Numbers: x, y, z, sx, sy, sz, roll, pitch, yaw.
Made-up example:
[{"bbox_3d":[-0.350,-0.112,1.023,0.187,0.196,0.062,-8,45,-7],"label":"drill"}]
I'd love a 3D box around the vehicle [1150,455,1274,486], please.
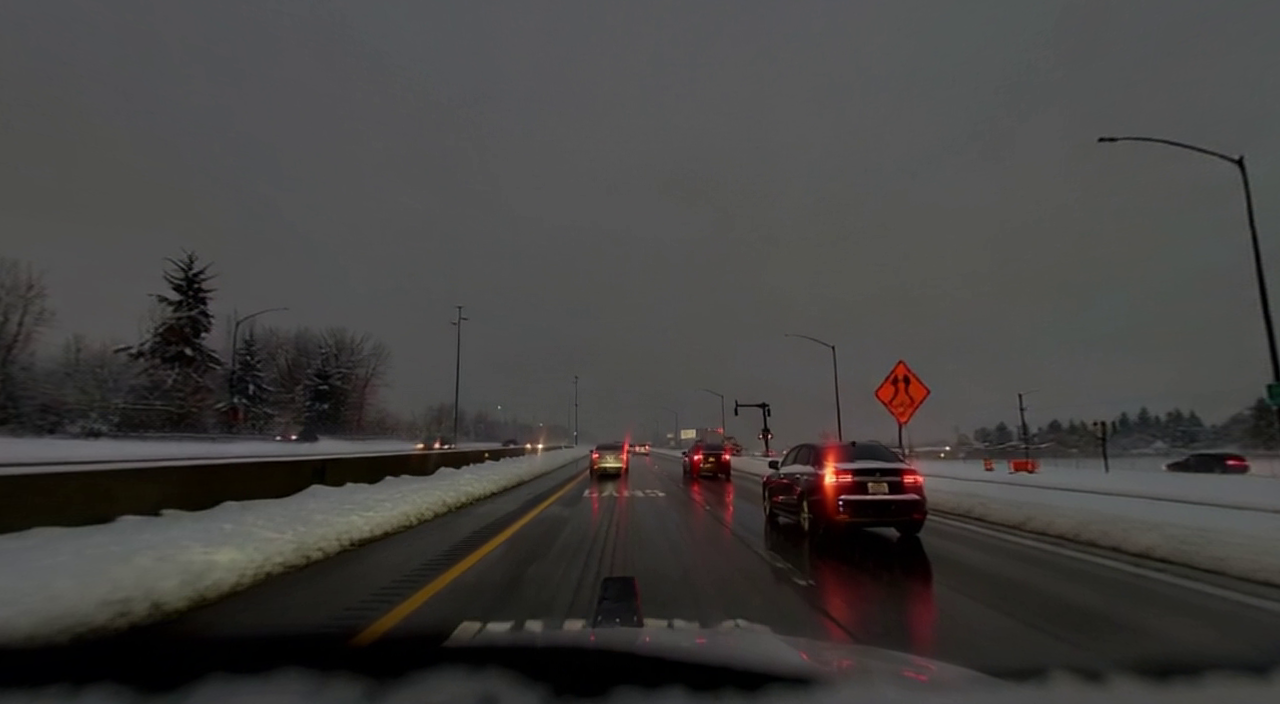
[{"bbox_3d":[35.229,7.275,39.183,2.227,1.730,5.442,1,-9,-6],"label":"vehicle"}]

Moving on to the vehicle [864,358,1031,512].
[{"bbox_3d":[7.593,2.102,16.072,2.575,3.519,2.984,0,-9,1],"label":"vehicle"}]

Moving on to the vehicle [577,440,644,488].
[{"bbox_3d":[-0.964,3.765,21.575,2.069,1.470,4.004,0,-8,-1],"label":"vehicle"}]

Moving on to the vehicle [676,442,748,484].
[{"bbox_3d":[2.637,4.191,24.202,2.042,1.460,4.451,0,-8,-3],"label":"vehicle"}]

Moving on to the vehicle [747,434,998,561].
[{"bbox_3d":[3.096,2.024,9.574,1.996,1.455,4.281,0,-9,-3],"label":"vehicle"}]

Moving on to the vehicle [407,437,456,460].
[{"bbox_3d":[-13.954,6.516,42.580,1.828,1.471,4.406,0,-9,0],"label":"vehicle"}]
